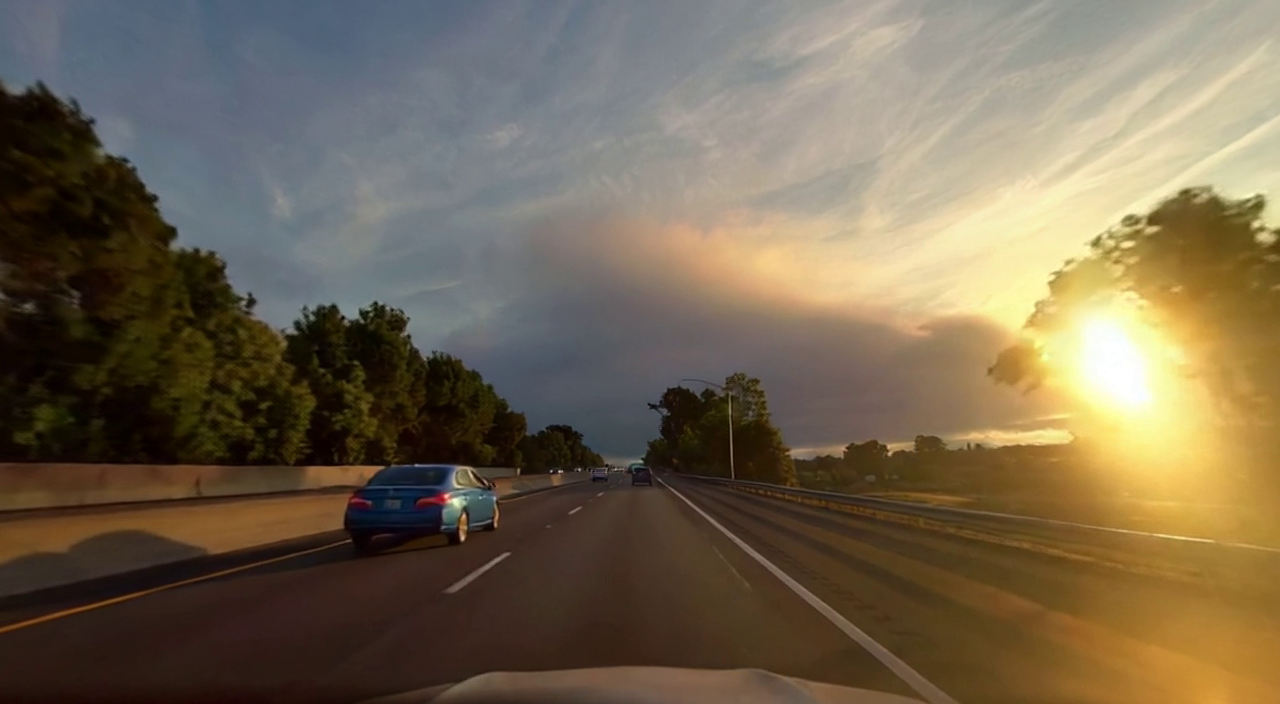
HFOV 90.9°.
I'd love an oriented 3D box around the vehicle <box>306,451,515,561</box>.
[{"bbox_3d":[-3.728,2.621,11.248,2.047,1.523,4.279,1,-11,1],"label":"vehicle"}]
